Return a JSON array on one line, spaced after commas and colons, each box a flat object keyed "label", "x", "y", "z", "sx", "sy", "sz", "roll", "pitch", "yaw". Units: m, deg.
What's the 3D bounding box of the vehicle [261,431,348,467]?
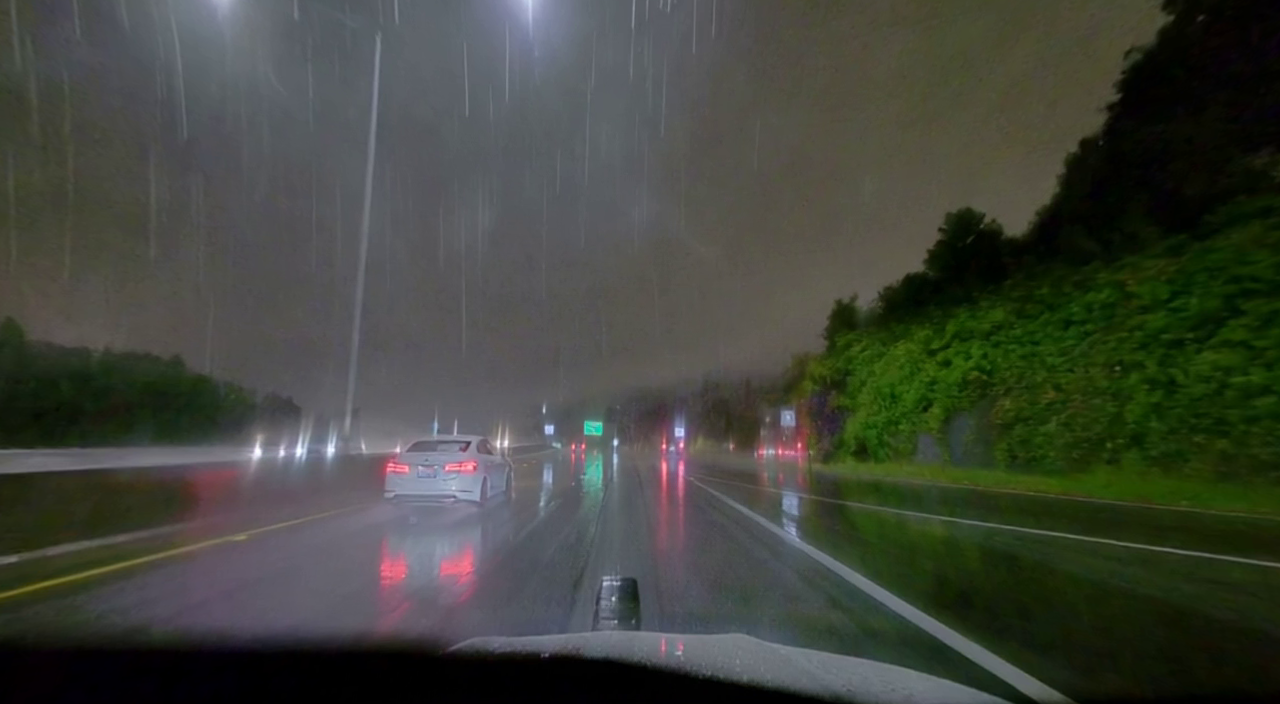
[{"label": "vehicle", "x": -17.664, "y": 5.141, "z": 33.472, "sx": 2.018, "sy": 1.727, "sz": 5.065, "roll": 0, "pitch": -8, "yaw": -2}]

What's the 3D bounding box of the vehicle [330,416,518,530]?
[{"label": "vehicle", "x": -3.788, "y": 2.191, "z": 12.036, "sx": 2.080, "sy": 1.733, "sz": 4.410, "roll": 0, "pitch": -8, "yaw": -1}]
